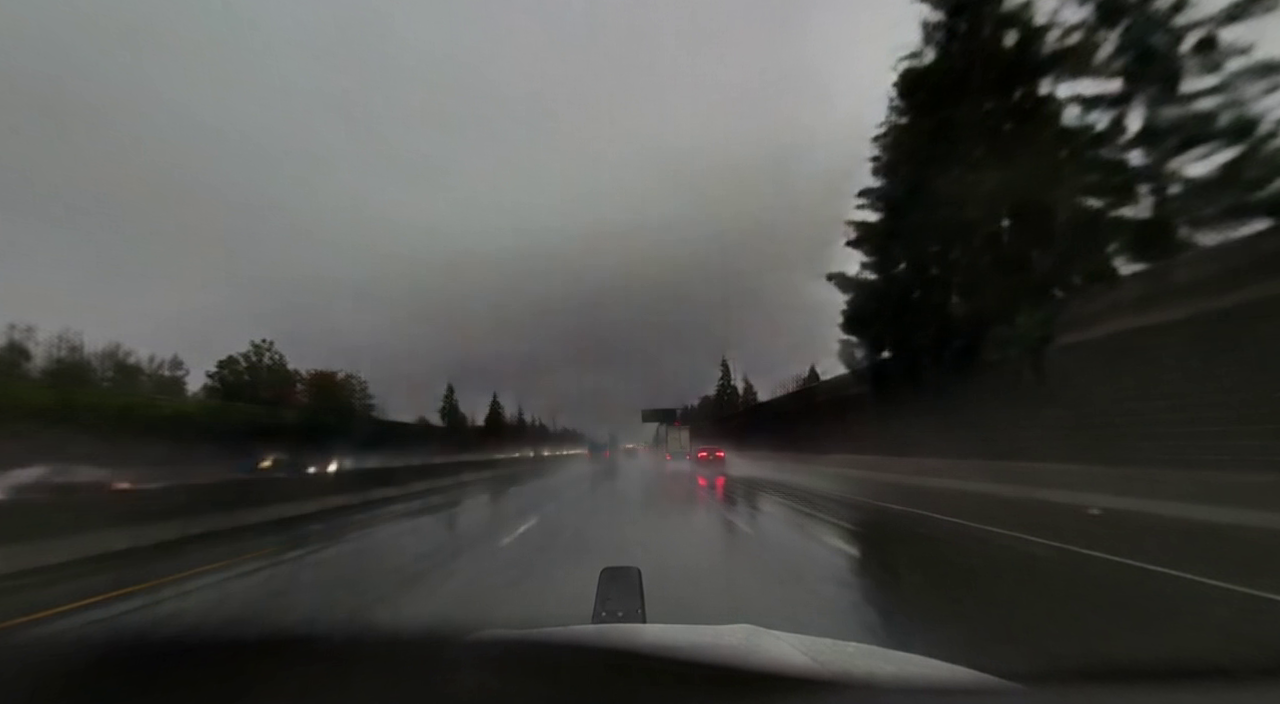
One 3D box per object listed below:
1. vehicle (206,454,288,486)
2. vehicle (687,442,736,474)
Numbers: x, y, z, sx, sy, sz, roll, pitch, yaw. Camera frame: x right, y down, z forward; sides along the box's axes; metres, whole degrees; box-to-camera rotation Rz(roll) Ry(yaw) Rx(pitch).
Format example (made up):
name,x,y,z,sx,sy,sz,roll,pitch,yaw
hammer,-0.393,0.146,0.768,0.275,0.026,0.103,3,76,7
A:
name,x,y,z,sx,sy,sz,roll,pitch,yaw
vehicle,-23.286,6.974,37.615,1.971,1.710,4.493,0,-9,1
vehicle,3.829,5.759,34.440,2.066,1.638,4.158,0,-9,-2
